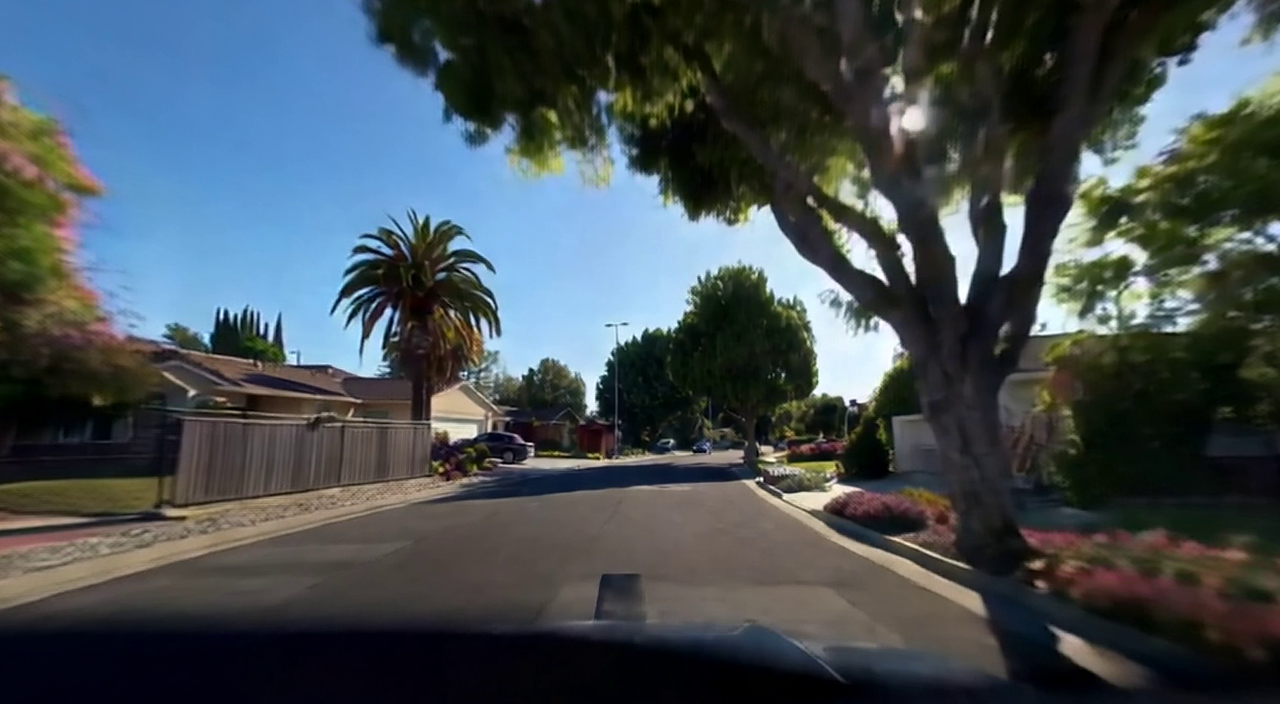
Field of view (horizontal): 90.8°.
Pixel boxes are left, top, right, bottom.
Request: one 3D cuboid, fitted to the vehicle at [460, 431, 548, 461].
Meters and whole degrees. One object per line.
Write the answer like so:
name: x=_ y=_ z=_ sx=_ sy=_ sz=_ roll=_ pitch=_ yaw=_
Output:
vehicle: x=-9.293 y=6.433 z=43.426 sx=5.497 sy=1.983 sz=2.191 roll=-1 pitch=-8 yaw=6
